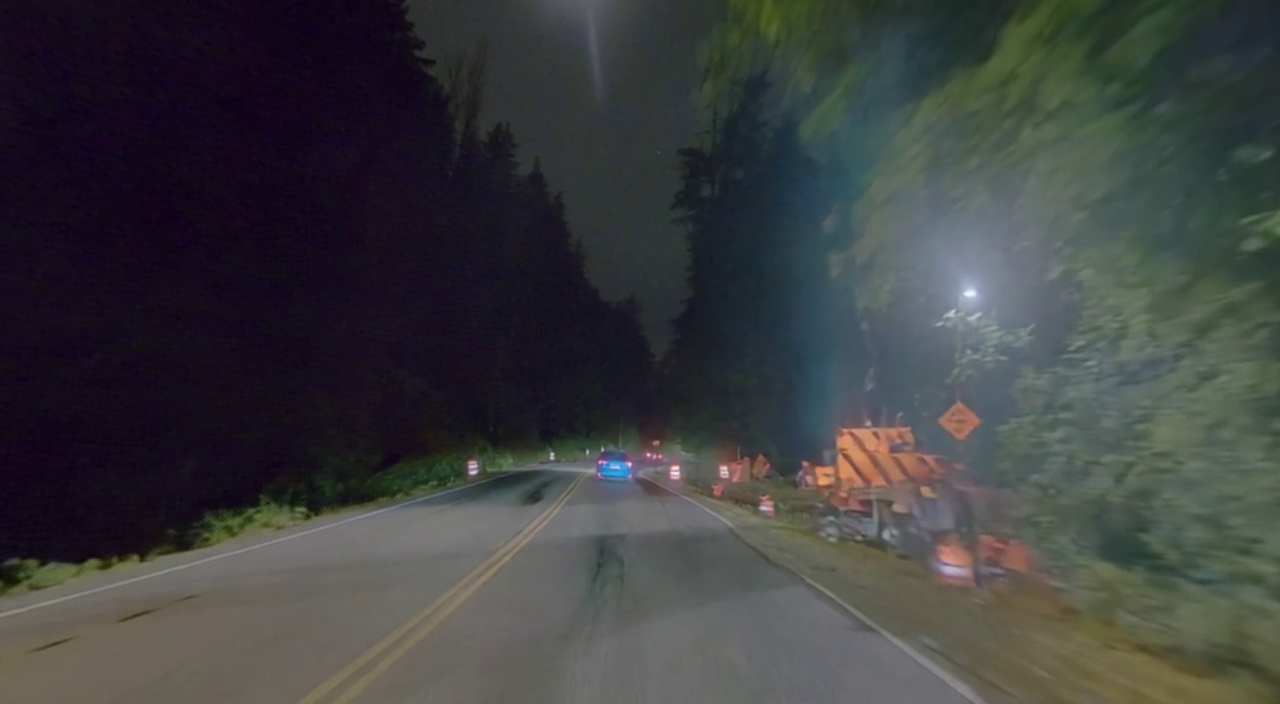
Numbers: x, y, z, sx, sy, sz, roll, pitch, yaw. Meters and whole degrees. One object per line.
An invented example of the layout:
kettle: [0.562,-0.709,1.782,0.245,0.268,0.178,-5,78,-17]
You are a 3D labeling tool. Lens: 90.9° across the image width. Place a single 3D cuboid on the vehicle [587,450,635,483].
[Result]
vehicle: [-1.498,5.708,31.654,2.259,1.503,4.075,0,-8,-4]
